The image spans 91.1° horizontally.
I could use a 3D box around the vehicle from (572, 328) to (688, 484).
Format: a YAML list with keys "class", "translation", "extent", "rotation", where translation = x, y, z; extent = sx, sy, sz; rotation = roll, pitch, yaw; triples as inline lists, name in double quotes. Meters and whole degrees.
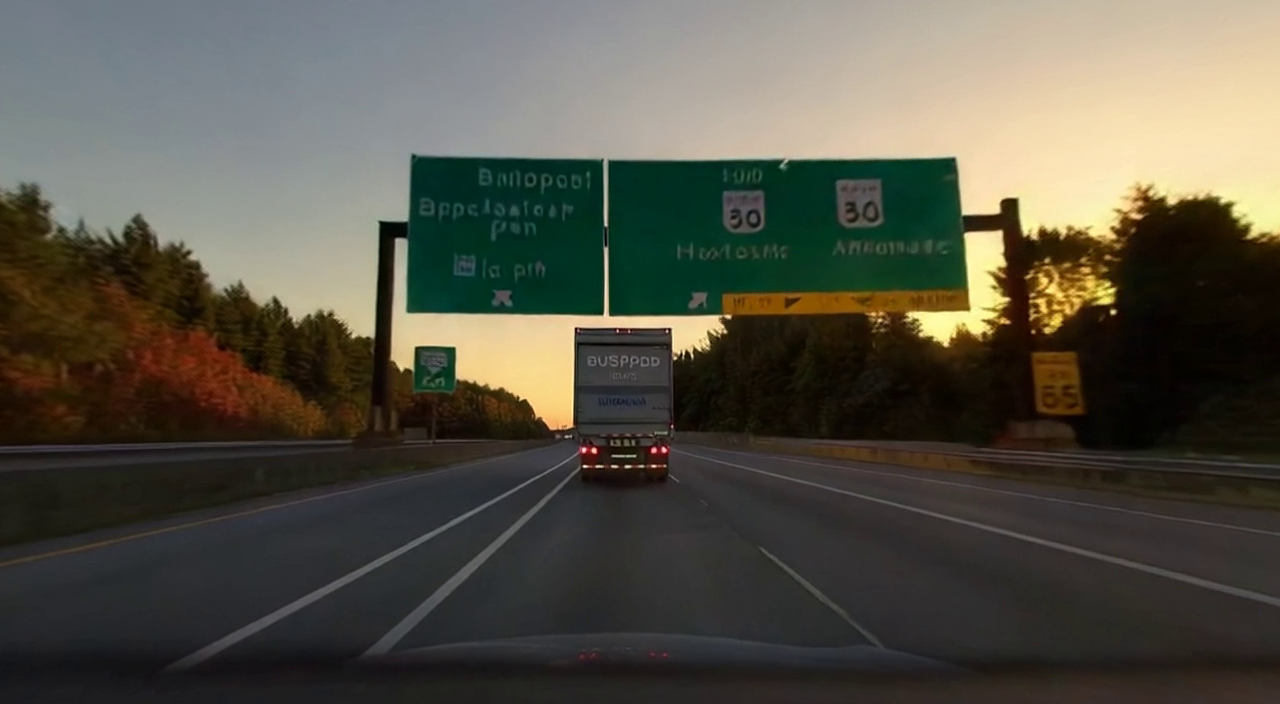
- class: "vehicle"
  translation: [-0.459, 1.899, 20.188]
  extent: [2.870, 3.911, 8.697]
  rotation: [0, -8, -3]
